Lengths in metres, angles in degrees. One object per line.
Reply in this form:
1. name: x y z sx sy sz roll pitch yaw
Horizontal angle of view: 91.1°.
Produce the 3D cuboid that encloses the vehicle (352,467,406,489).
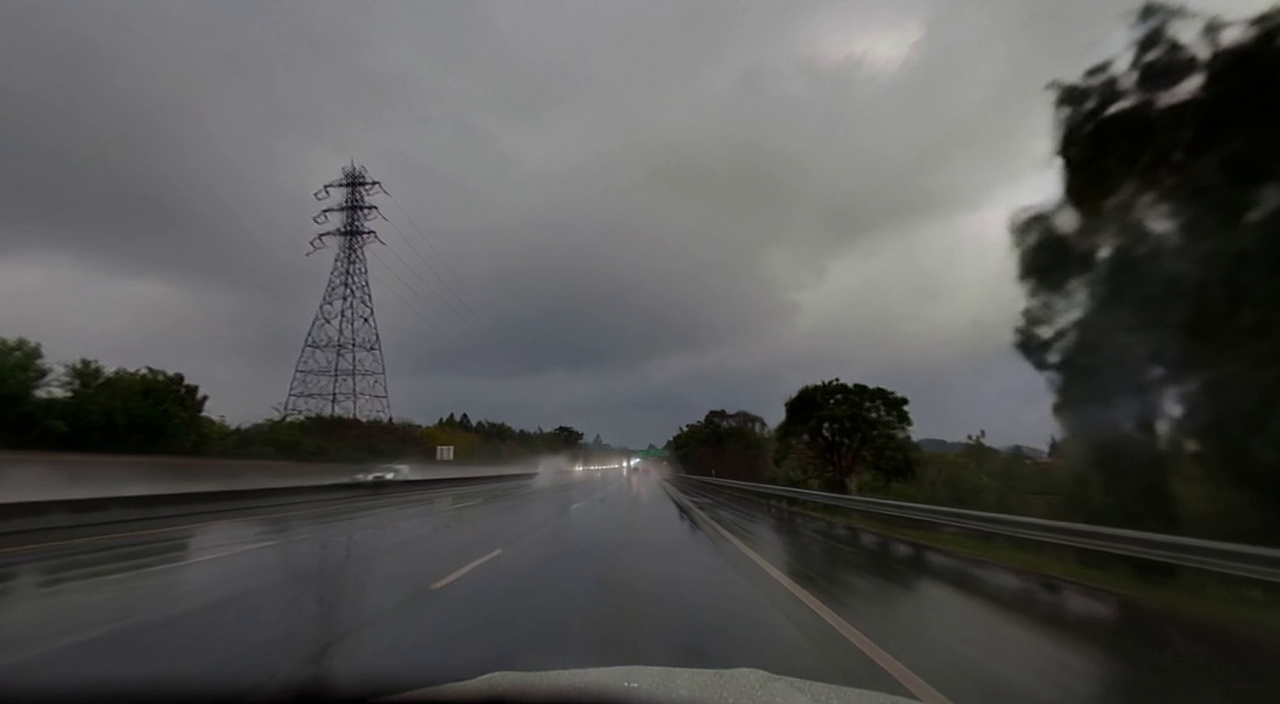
1. vehicle: -19.894 9.619 48.094 1.957 1.599 4.666 0 -11 1
